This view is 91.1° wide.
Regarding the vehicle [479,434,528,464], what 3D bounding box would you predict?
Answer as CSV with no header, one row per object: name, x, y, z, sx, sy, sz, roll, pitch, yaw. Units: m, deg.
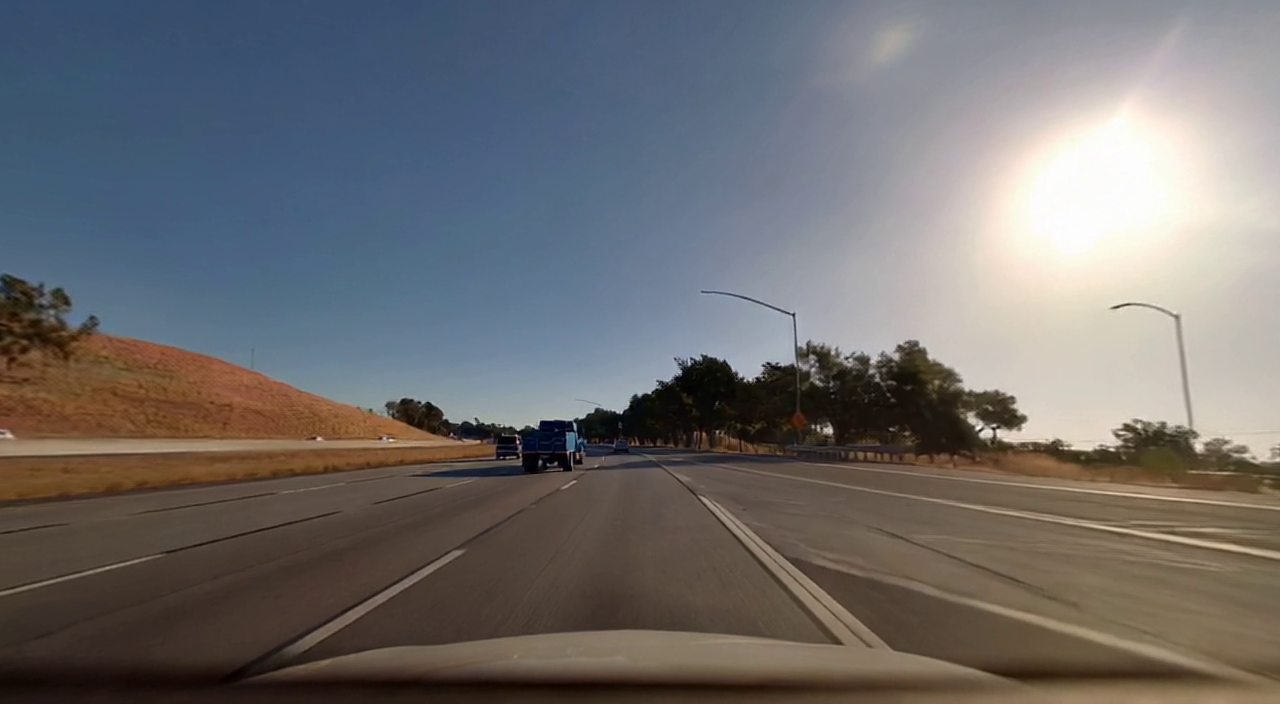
vehicle,-8.423,6.072,39.232,2.078,1.729,4.722,0,-8,-1

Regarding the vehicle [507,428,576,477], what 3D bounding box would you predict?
vehicle,-3.739,3.902,24.517,2.194,1.766,3.720,0,-8,-2
